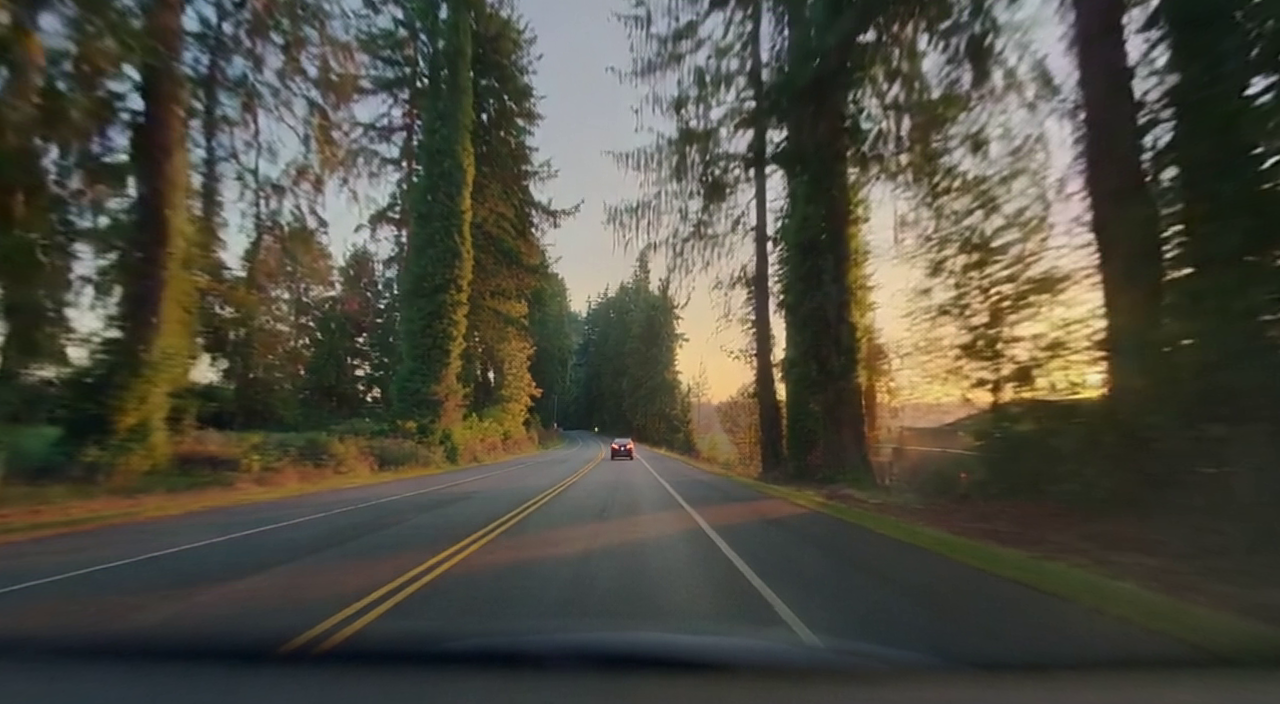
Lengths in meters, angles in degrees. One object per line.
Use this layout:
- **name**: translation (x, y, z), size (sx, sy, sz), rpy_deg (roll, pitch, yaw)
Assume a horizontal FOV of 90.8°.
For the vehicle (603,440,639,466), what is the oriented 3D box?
- **vehicle**: translation (-1.179, 6.091, 38.353), size (2.042, 1.489, 3.963), rpy_deg (0, -8, -2)
